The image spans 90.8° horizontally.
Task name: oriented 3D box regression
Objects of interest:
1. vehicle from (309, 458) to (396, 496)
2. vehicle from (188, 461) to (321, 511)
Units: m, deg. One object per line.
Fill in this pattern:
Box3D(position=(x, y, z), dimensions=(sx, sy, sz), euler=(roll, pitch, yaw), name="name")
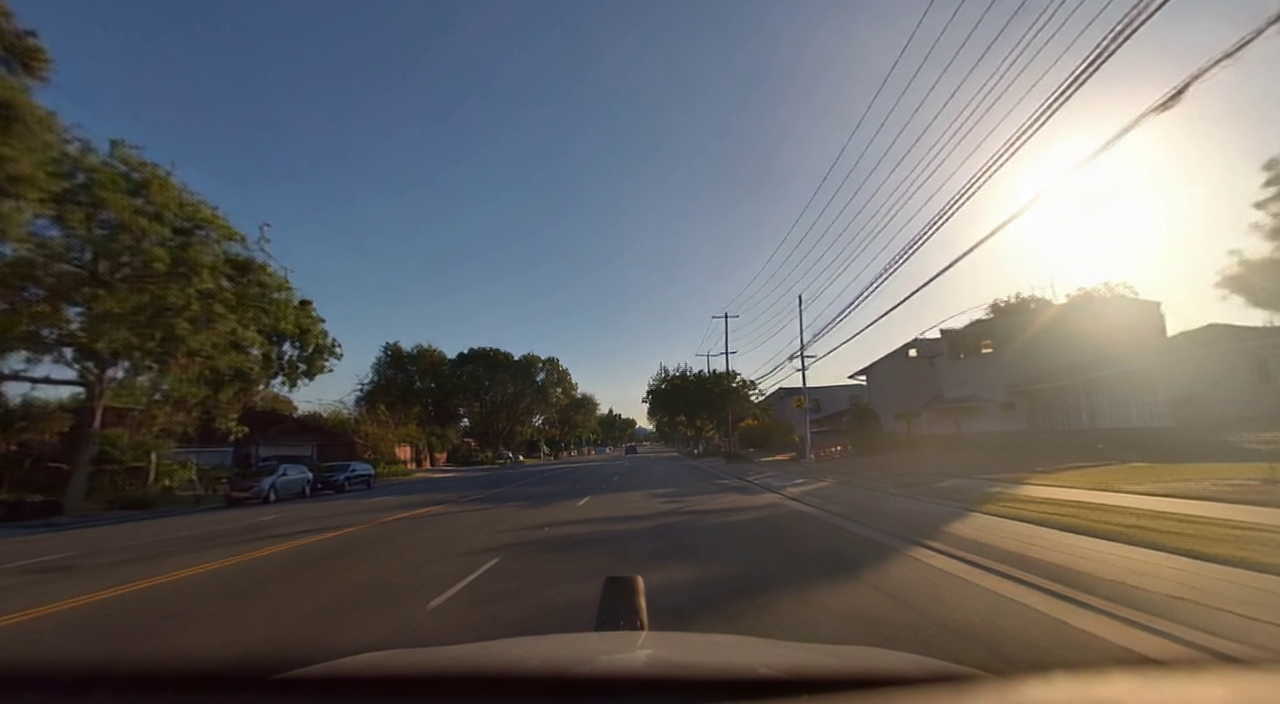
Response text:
Box3D(position=(-13.440, 5.848, 29.825), dimensions=(1.863, 1.481, 4.363), euler=(-3, -9, 3), name="vehicle")
Box3D(position=(-13.695, 4.751, 22.830), dimensions=(1.936, 1.489, 4.311), euler=(-1, -8, 3), name="vehicle")
